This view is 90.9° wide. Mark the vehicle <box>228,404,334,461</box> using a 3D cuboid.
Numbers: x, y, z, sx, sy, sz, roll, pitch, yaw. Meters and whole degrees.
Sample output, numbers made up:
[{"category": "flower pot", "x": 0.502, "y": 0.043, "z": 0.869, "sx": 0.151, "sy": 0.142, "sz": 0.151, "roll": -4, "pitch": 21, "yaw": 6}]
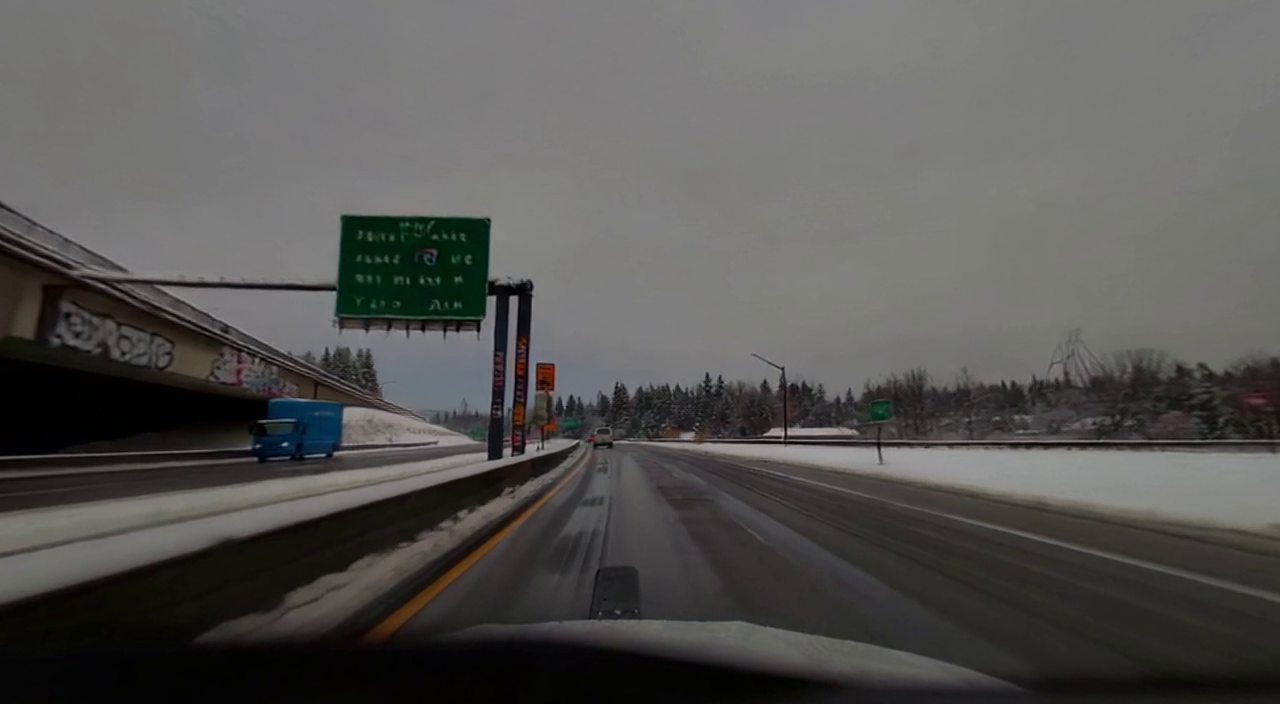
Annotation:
[{"category": "vehicle", "x": -19.311, "y": 4.415, "z": 34.317, "sx": 2.354, "sy": 2.823, "sz": 5.911, "roll": 0, "pitch": -8, "yaw": -2}]
